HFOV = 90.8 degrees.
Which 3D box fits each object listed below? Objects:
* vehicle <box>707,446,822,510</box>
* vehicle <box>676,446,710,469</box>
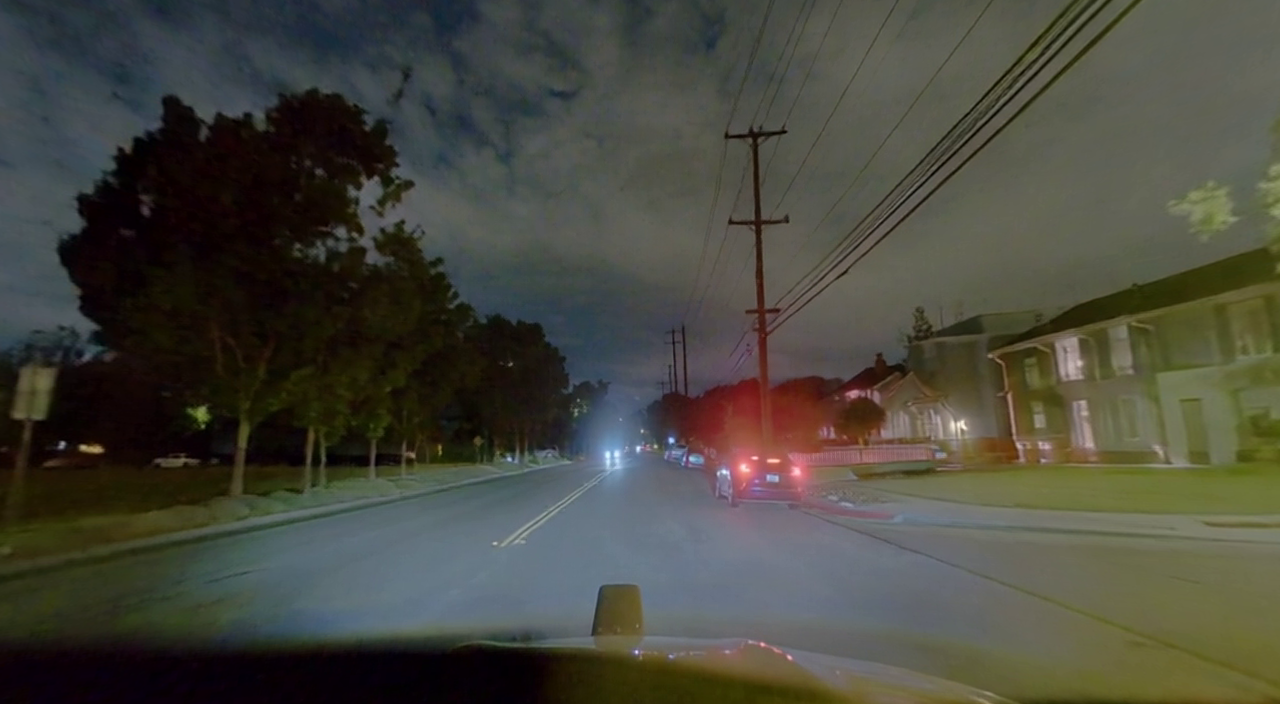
[{"bbox_3d":[3.101,3.235,16.829,1.990,1.435,4.526,0,-8,-2],"label":"vehicle"},{"bbox_3d":[3.600,7.310,43.889,1.915,1.491,4.642,0,-8,0],"label":"vehicle"}]
